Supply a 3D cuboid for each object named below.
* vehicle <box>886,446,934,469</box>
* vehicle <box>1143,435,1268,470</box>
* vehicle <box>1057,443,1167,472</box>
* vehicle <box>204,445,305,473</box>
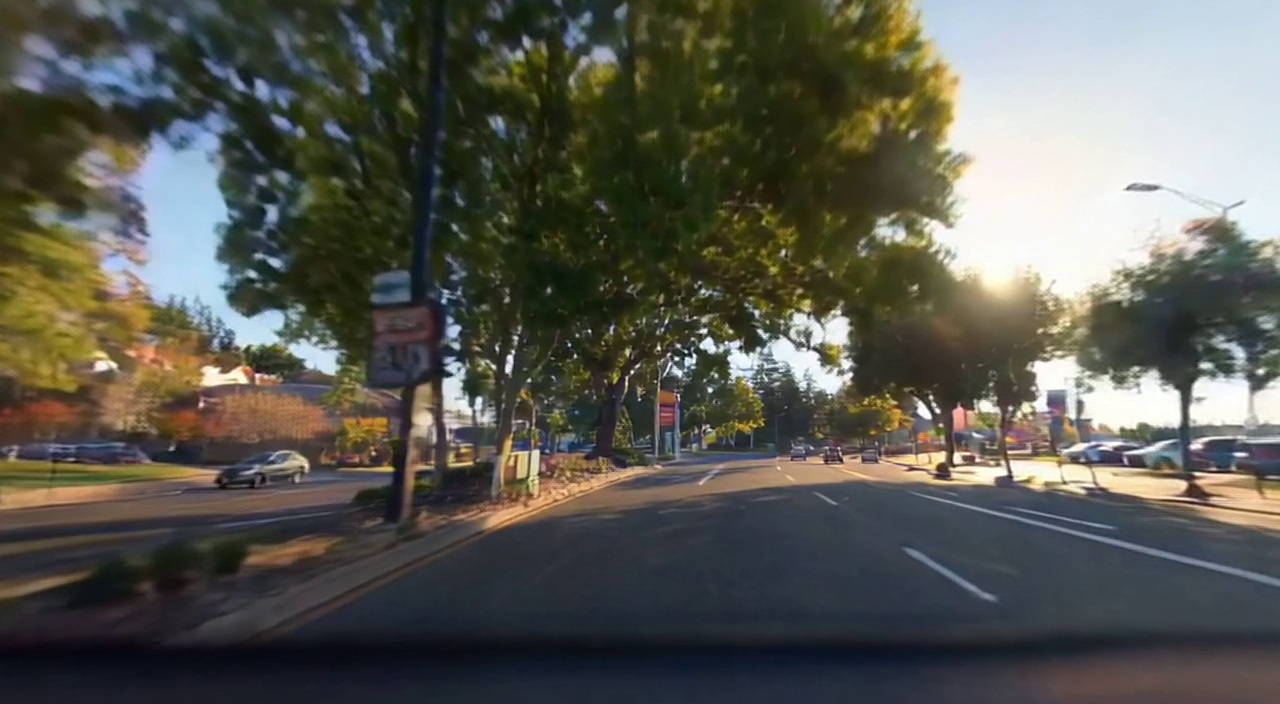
[{"bbox_3d":[18.779,7.319,44.148,2.099,1.464,4.615,-2,-8,11],"label":"vehicle"},{"bbox_3d":[30.681,5.454,34.486,2.045,1.714,4.611,2,-9,-15],"label":"vehicle"},{"bbox_3d":[25.391,5.664,34.203,1.843,1.455,4.558,2,-9,-12],"label":"vehicle"},{"bbox_3d":[-20.818,5.743,34.150,4.520,1.439,1.919,-2,-9,13],"label":"vehicle"}]
